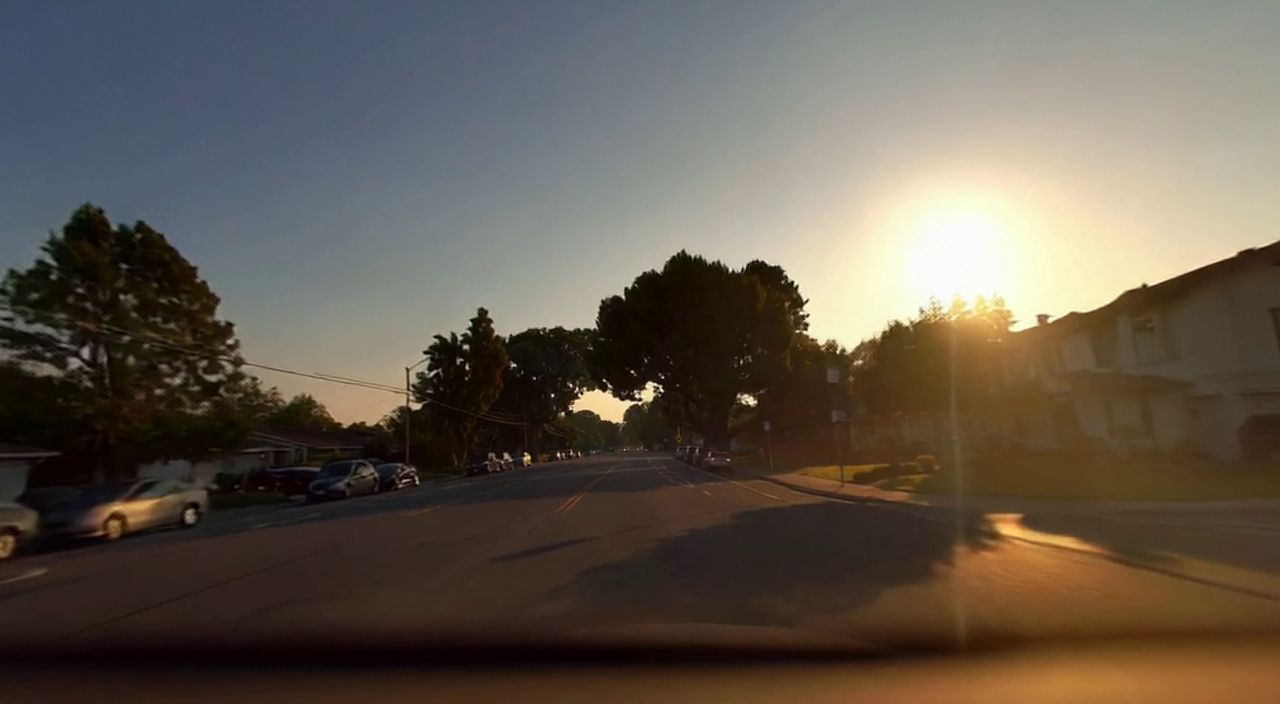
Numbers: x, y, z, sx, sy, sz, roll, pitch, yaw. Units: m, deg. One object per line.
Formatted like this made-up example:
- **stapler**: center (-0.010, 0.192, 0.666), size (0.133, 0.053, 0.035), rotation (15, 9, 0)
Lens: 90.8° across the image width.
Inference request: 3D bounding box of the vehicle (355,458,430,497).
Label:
- **vehicle**: center (-12.165, 6.175, 31.375), size (1.872, 1.472, 4.719), rotation (-7, -9, -1)

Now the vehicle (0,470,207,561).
- **vehicle**: center (-12.382, 3.620, 14.478), size (1.795, 1.472, 4.601), rotation (-6, -9, -2)

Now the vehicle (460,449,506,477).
- **vehicle**: center (-12.146, 8.652, 49.238), size (2.156, 1.935, 5.464), rotation (-3, -10, 0)

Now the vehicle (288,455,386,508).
- **vehicle**: center (-12.588, 5.347, 26.538), size (1.988, 1.741, 4.379), rotation (-6, -9, -1)

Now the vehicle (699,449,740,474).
- **vehicle**: center (5.041, 6.973, 40.566), size (1.923, 1.454, 4.460), rotation (0, -9, -2)
